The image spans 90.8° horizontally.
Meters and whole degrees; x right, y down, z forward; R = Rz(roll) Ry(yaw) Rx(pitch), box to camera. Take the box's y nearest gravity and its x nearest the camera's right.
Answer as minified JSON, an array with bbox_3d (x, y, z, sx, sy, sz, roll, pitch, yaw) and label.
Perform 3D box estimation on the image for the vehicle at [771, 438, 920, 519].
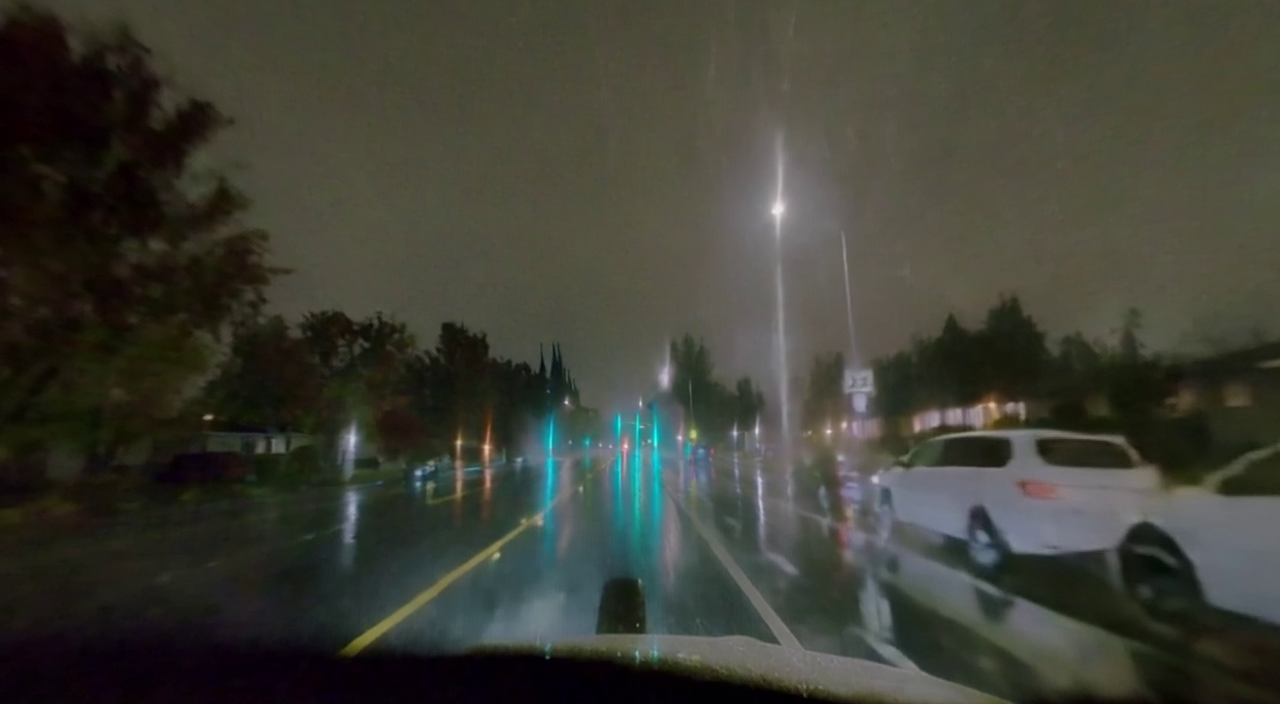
[{"bbox_3d":[4.576,2.865,14.923,1.939,1.561,4.495,2,-8,-1],"label":"vehicle"}]

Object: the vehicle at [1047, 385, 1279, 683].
[{"bbox_3d":[4.587,0.960,2.841,1.917,1.664,5.490,3,-9,0],"label":"vehicle"}]

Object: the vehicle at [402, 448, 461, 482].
[{"bbox_3d":[-12.477,6.749,38.154,2.034,1.646,4.808,-5,-7,-2],"label":"vehicle"}]

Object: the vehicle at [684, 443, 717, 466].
[{"bbox_3d":[4.371,7.501,46.221,2.000,1.520,4.943,0,-9,0],"label":"vehicle"}]
